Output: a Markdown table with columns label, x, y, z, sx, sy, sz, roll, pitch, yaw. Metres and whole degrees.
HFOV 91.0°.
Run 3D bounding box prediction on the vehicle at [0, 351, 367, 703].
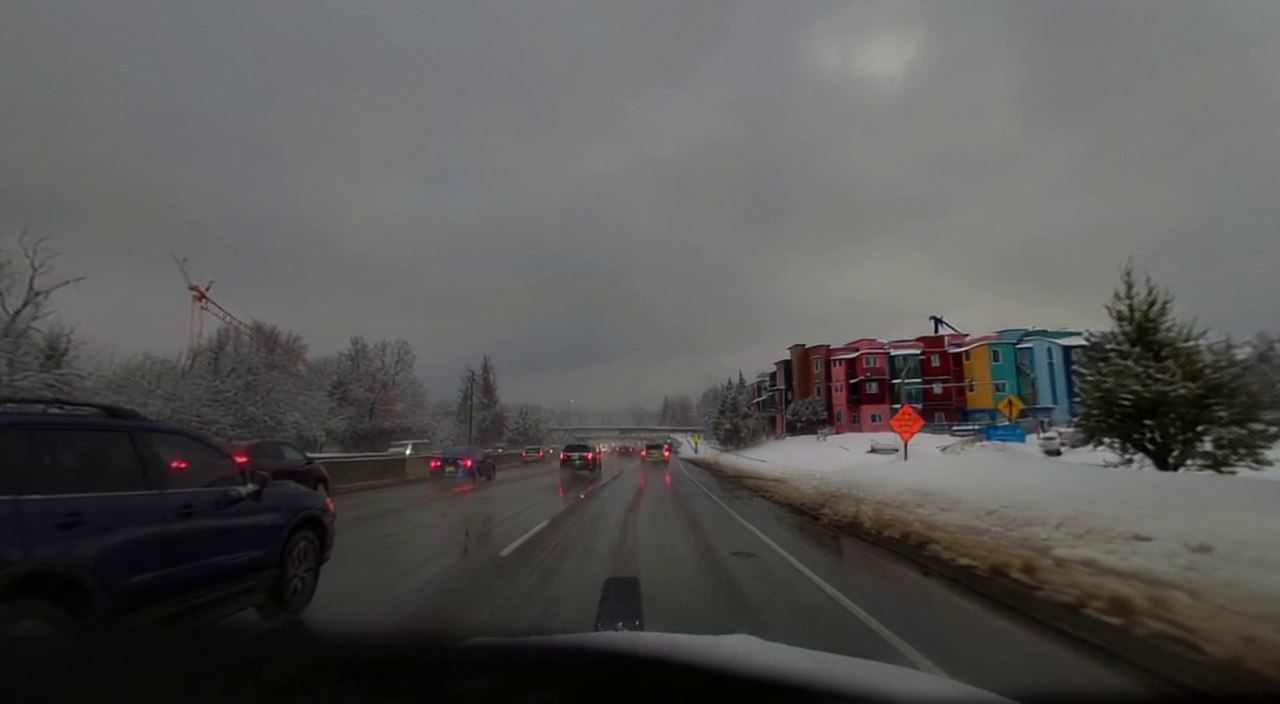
| label | x | y | z | sx | sy | sz | roll | pitch | yaw |
| --- | --- | --- | --- | --- | --- | --- | --- | --- | --- |
| vehicle | -3.694 | 1.021 | 3.774 | 2.045 | 1.710 | 4.382 | 0 | -8 | 1 |

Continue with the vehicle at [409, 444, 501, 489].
| label | x | y | z | sx | sy | sz | roll | pitch | yaw |
| --- | --- | --- | --- | --- | --- | --- | --- | --- | --- |
| vehicle | -6.765 | 4.220 | 23.563 | 1.959 | 1.486 | 4.460 | 0 | -9 | 2 |

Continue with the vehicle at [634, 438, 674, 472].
| label | x | y | z | sx | sy | sz | roll | pitch | yaw |
| --- | --- | --- | --- | --- | --- | --- | --- | --- | --- |
| vehicle | 0.795 | 5.812 | 35.666 | 2.116 | 1.763 | 4.352 | 0 | -9 | 1 |

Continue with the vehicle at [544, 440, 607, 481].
| label | x | y | z | sx | sy | sz | roll | pitch | yaw |
| --- | --- | --- | --- | --- | --- | --- | --- | --- | --- |
| vehicle | -2.802 | 4.863 | 28.439 | 2.109 | 1.657 | 4.554 | 0 | -8 | 3 |

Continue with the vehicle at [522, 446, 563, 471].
| label | x | y | z | sx | sy | sz | roll | pitch | yaw |
| --- | --- | --- | --- | --- | --- | --- | --- | --- | --- |
| vehicle | -6.385 | 6.974 | 41.581 | 1.931 | 1.505 | 4.386 | 0 | -8 | 1 |
